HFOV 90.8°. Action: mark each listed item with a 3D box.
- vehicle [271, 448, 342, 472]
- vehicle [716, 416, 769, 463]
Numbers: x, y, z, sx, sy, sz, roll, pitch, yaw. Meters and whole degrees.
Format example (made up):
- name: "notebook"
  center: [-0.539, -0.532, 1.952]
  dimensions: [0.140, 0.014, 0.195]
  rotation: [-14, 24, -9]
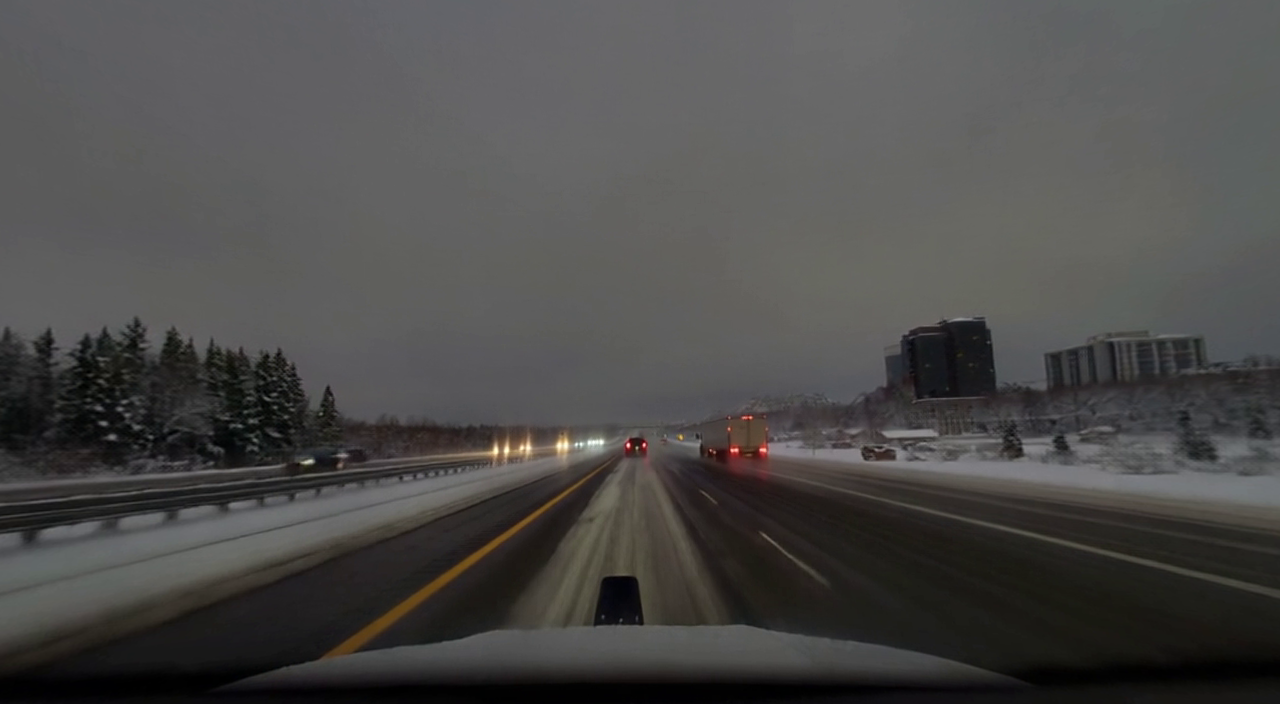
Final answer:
- name: "vehicle"
  center: [-21.778, 7.043, 41.486]
  dimensions: [1.972, 1.477, 4.776]
  rotation: [0, -8, 1]
- name: "vehicle"
  center: [7.595, 6.646, 47.729]
  dimensions: [2.793, 3.204, 7.997]
  rotation: [0, -8, 1]
